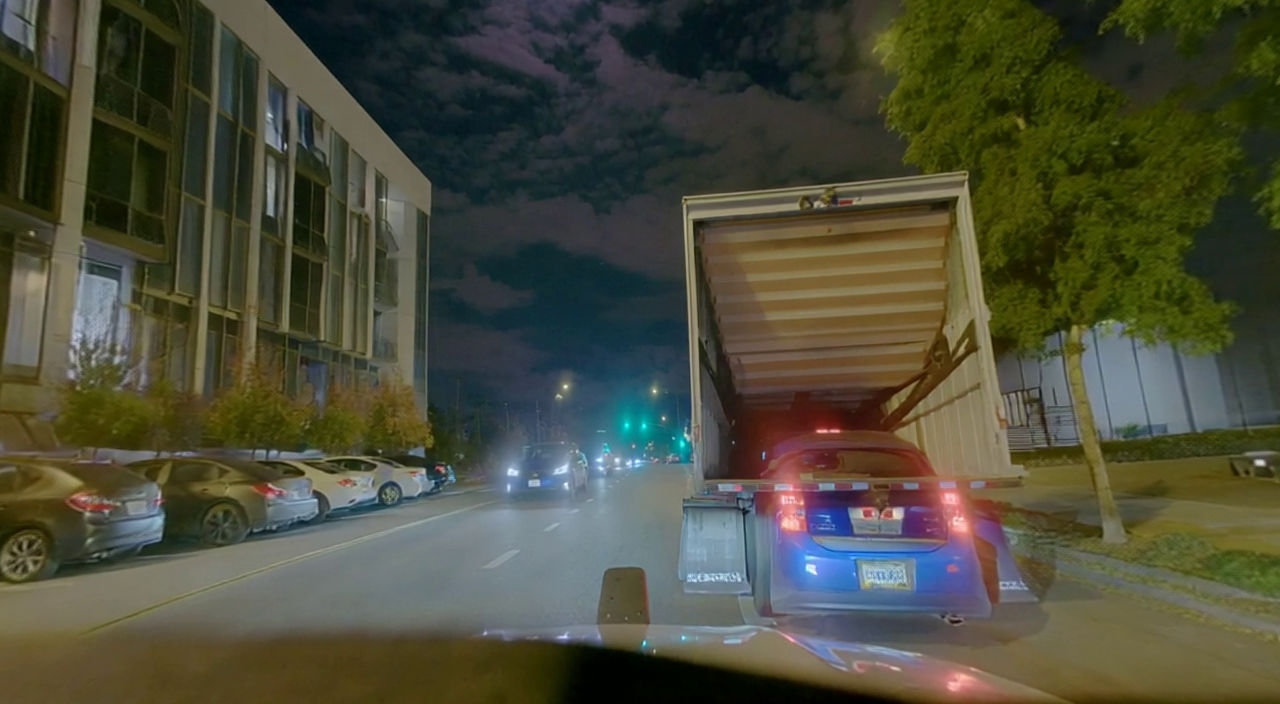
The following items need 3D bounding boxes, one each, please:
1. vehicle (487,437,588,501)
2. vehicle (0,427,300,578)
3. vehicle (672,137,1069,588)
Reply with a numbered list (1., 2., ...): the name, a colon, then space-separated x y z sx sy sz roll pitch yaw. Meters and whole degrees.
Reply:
1. vehicle: -2.700 3.193 17.731 2.183 1.563 4.257 0 -8 -1
2. vehicle: -8.118 2.082 9.272 5.022 1.872 2.137 7 -11 -40
3. vehicle: 2.543 0.841 11.443 3.320 4.034 11.553 -1 -8 6
